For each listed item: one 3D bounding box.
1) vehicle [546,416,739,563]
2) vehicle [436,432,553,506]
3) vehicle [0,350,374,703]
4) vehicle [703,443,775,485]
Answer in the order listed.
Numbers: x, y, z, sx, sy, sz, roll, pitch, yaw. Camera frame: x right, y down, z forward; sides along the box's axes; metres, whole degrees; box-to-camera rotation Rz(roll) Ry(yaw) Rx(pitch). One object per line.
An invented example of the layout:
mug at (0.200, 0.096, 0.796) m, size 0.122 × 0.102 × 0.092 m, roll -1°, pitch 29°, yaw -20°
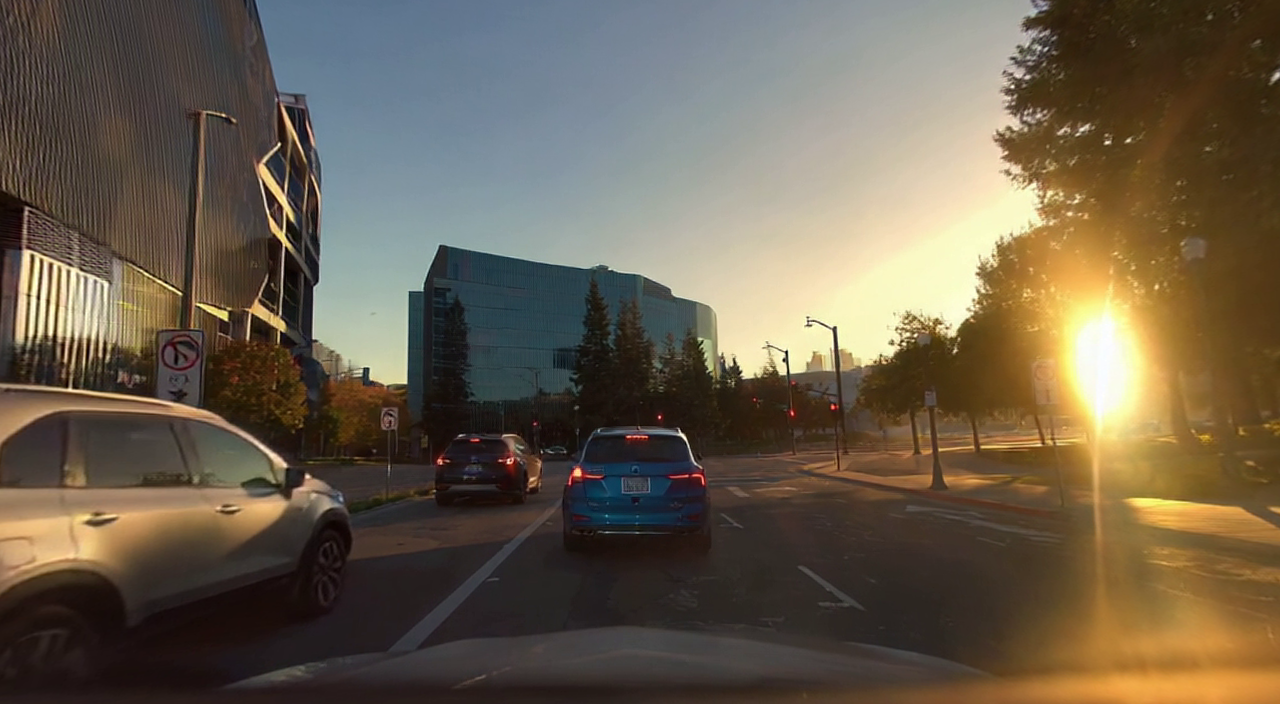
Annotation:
vehicle at (0.011, 1.888, 9.398) m, size 2.207 × 1.659 × 4.155 m, roll 0°, pitch -8°, yaw 0°
vehicle at (-3.621, 2.992, 16.594) m, size 2.068 × 1.678 × 4.199 m, roll 0°, pitch -8°, yaw 0°
vehicle at (-3.574, 1.020, 3.678) m, size 2.083 × 1.691 × 4.398 m, roll 0°, pitch -8°, yaw 1°
vehicle at (3.713, 4.267, 24.448) m, size 2.082 × 1.445 × 4.426 m, roll 0°, pitch -8°, yaw 0°
